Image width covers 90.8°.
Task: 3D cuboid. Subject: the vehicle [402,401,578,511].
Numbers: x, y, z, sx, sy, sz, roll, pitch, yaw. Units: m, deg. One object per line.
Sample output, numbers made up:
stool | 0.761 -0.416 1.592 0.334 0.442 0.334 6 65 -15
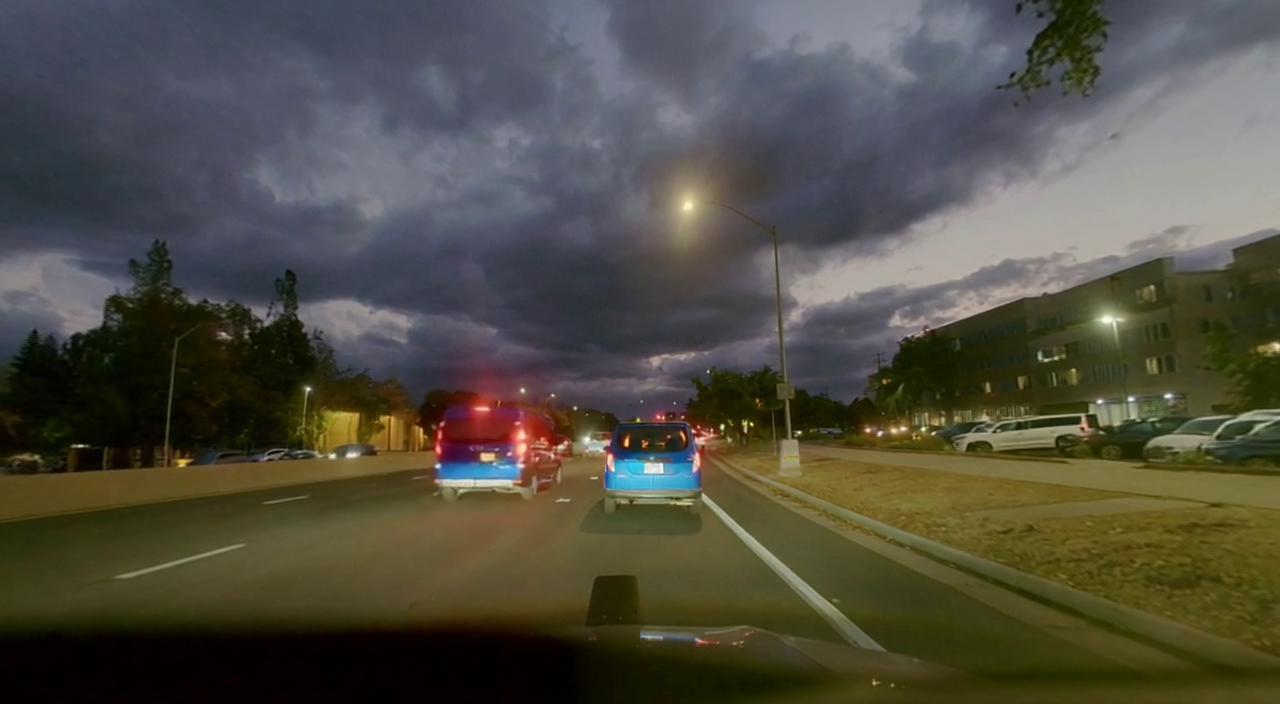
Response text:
vehicle | -3.123 2.376 14.779 2.486 2.074 5.456 -1 -8 3

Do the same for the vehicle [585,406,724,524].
vehicle | 0.301 2.075 12.038 2.173 1.830 4.189 0 -8 2

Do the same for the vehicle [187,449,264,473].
vehicle | -32.624 8.570 49.937 1.977 1.788 4.978 -2 -9 12
